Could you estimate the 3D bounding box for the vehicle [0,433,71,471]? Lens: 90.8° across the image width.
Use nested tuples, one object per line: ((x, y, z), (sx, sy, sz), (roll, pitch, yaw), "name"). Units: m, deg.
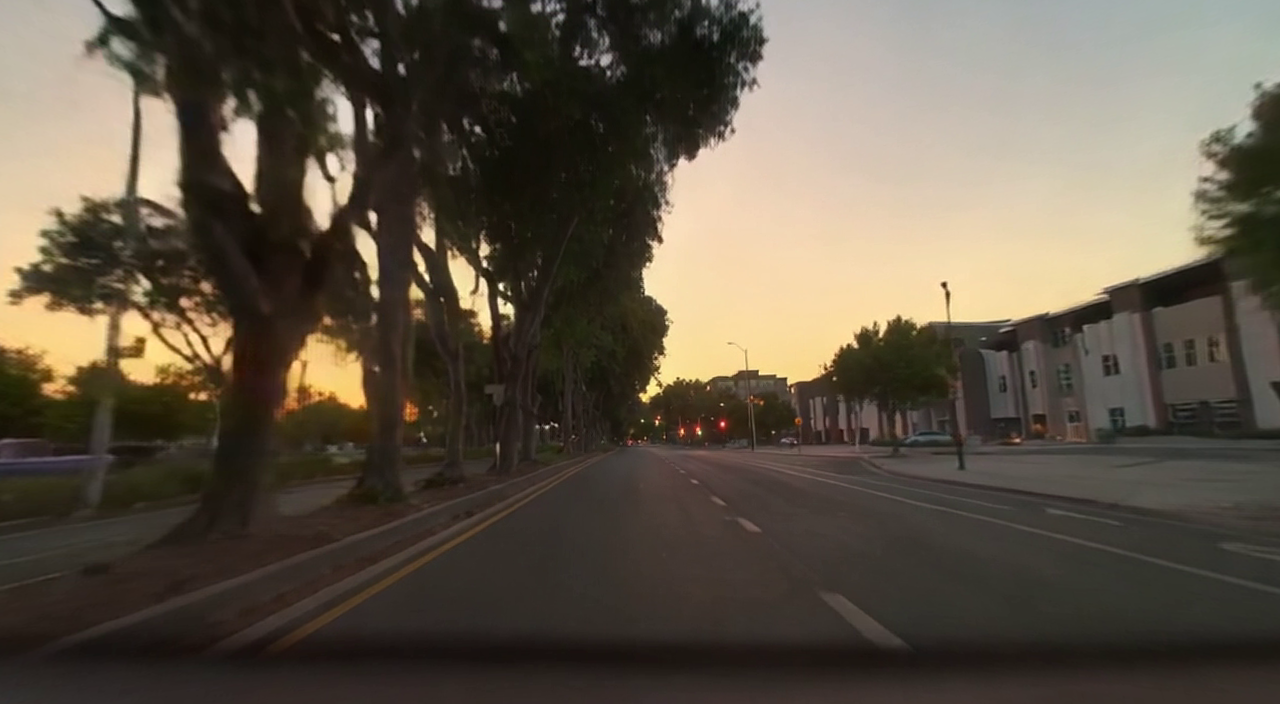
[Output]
((-39.569, 6.241, 39.769), (2.265, 2.236, 5.627), (1, -8, -2), "vehicle")
